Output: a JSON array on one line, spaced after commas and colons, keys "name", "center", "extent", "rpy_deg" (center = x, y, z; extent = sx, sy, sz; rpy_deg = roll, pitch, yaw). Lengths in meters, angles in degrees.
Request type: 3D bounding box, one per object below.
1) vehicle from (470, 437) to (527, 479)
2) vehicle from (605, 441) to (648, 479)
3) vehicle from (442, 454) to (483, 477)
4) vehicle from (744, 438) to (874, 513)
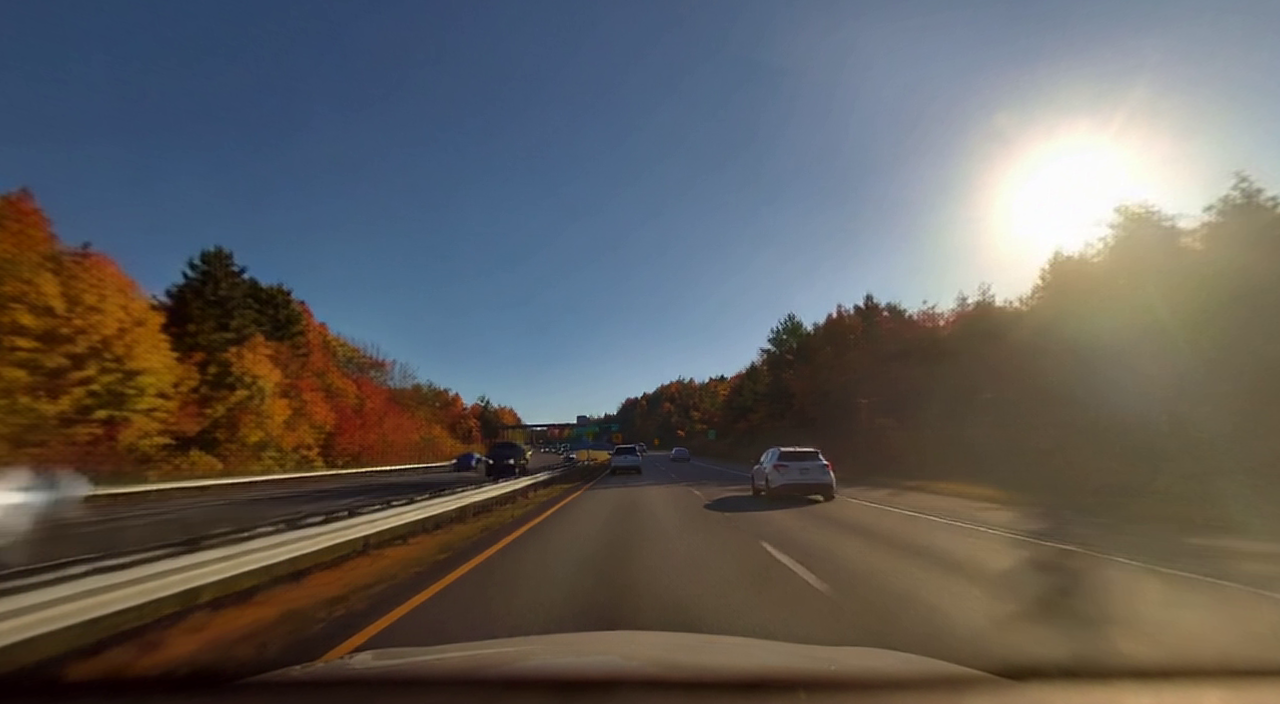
[{"name": "vehicle", "center": [-9.541, 7.187, 42.812], "extent": [2.447, 2.609, 5.829], "rpy_deg": [-1, -9, 1]}, {"name": "vehicle", "center": [-0.628, 5.166, 30.249], "extent": [1.937, 1.699, 3.936], "rpy_deg": [-1, -9, 0]}, {"name": "vehicle", "center": [-13.422, 8.578, 47.657], "extent": [1.885, 1.545, 4.338], "rpy_deg": [-1, -9, 0]}, {"name": "vehicle", "center": [3.828, 2.853, 15.049], "extent": [1.843, 1.505, 4.339], "rpy_deg": [0, -9, -1]}]
